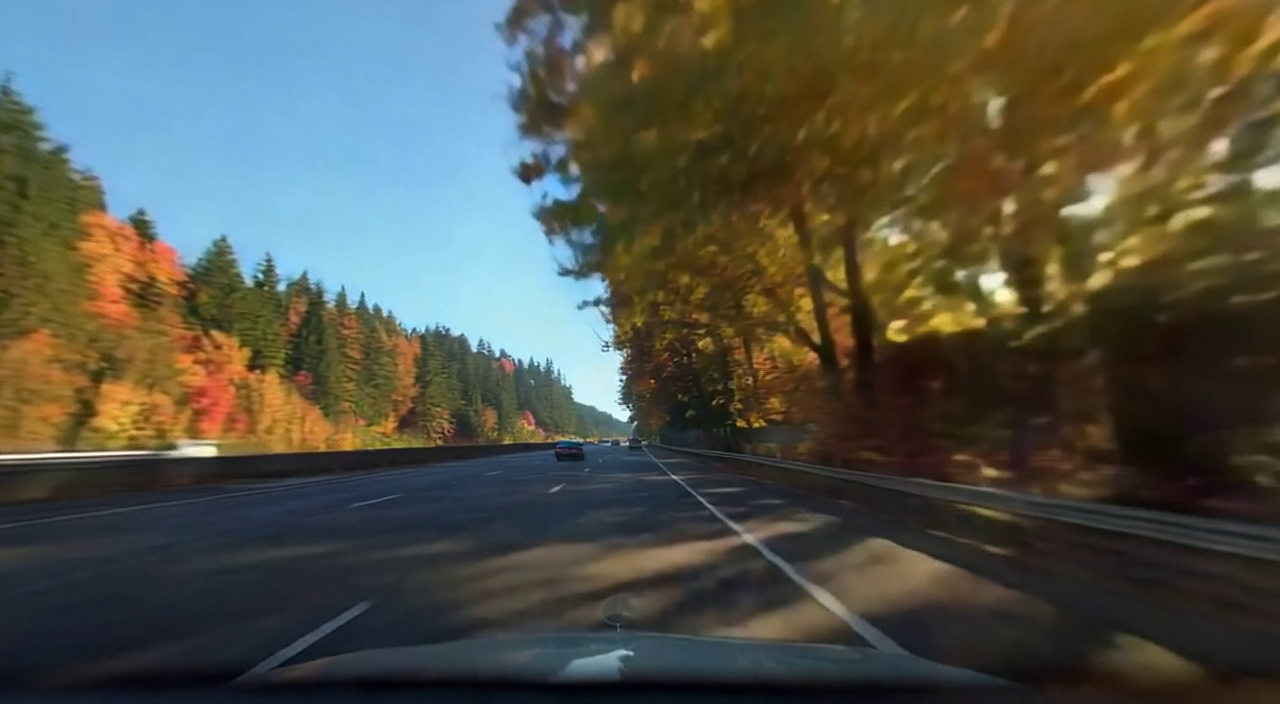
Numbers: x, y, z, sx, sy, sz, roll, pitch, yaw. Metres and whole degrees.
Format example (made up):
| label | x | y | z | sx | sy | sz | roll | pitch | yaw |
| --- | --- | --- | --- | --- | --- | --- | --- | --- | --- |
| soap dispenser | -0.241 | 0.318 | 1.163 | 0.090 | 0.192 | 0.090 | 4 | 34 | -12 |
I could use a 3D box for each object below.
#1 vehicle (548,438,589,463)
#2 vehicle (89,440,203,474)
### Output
| label | x | y | z | sx | sy | sz | roll | pitch | yaw |
| --- | --- | --- | --- | --- | --- | --- | --- | --- | --- |
| vehicle | -4.446 | 6.195 | 39.836 | 2.004 | 1.497 | 4.260 | 0 | -8 | 1 |
| vehicle | -24.708 | 5.236 | 31.709 | 1.970 | 1.504 | 4.664 | 0 | -8 | 0 |
